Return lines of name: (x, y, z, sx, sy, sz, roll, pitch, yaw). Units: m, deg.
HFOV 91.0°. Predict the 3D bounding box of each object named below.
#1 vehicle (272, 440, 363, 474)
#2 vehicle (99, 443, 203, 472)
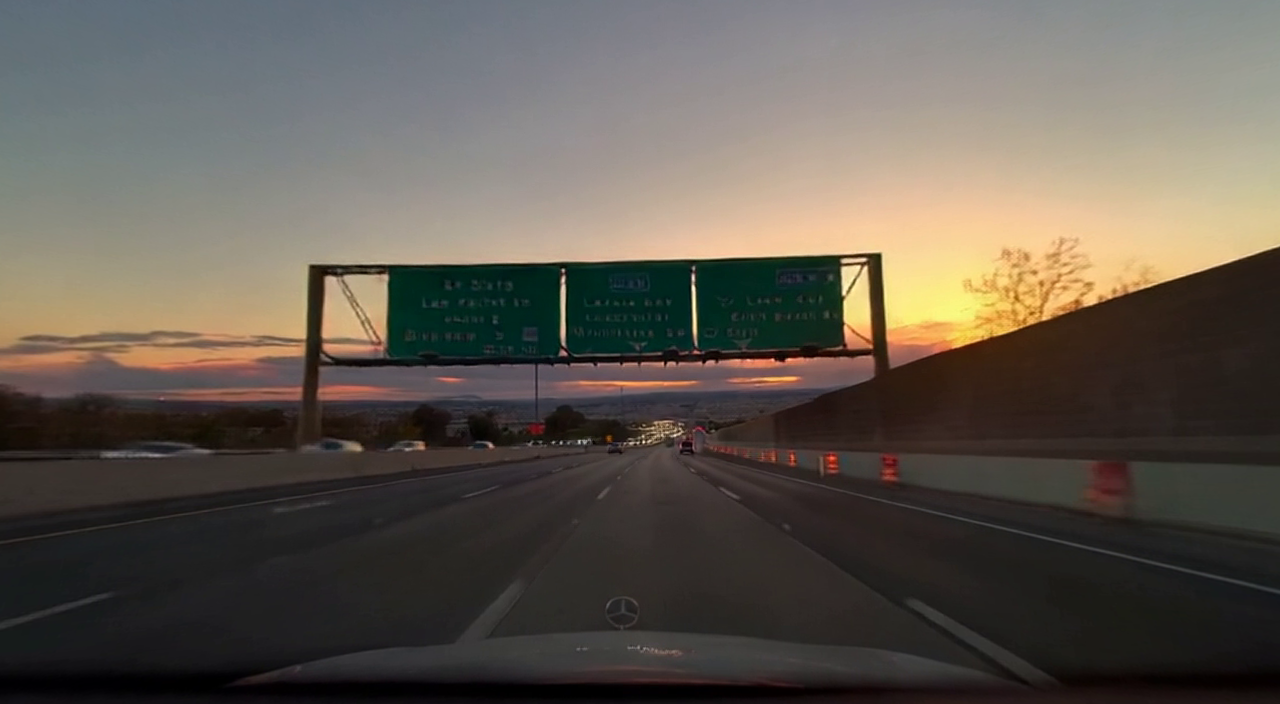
vehicle: (-15.548, 5.092, 30.699, 2.048, 1.510, 4.327, 0, -9, 2)
vehicle: (-28.241, 6.109, 36.651, 1.902, 1.517, 5.008, 0, -9, 2)
